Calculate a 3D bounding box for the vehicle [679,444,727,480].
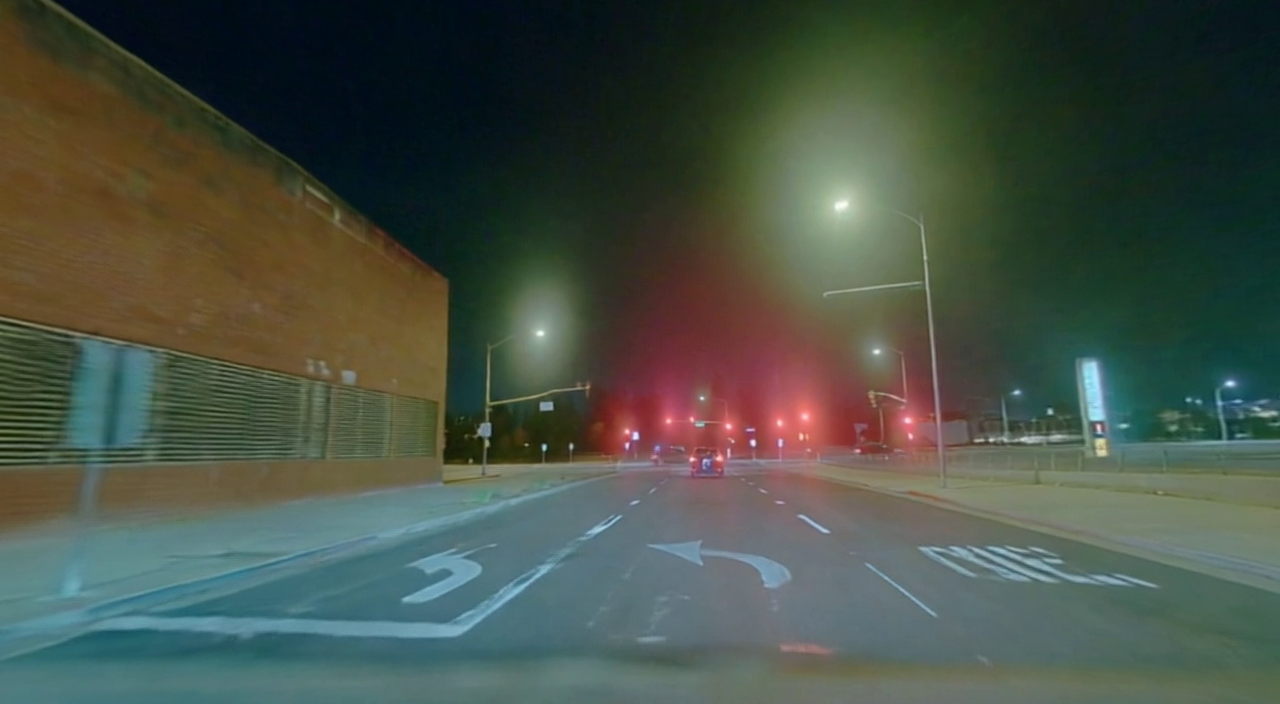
[{"bbox_3d":[3.147,5.450,31.672,2.218,1.657,4.551,-1,-8,6],"label":"vehicle"}]
